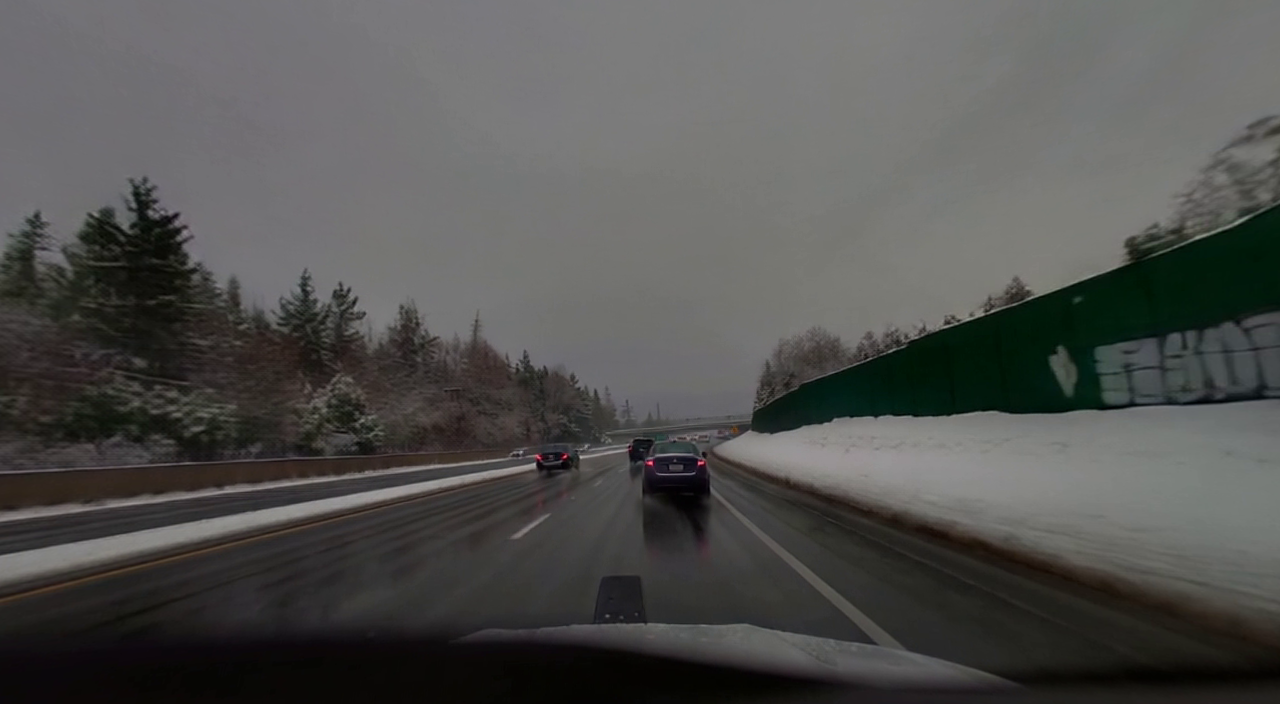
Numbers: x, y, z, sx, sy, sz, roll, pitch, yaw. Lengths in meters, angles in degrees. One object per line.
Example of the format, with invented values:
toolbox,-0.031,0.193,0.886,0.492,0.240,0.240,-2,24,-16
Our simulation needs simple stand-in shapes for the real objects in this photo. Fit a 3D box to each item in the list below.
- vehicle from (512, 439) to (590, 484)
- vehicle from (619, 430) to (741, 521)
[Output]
vehicle,-3.148,3.976,23.196,2.059,1.471,4.152,0,-8,3
vehicle,0.743,2.388,12.747,2.077,1.533,3.854,0,-8,2
